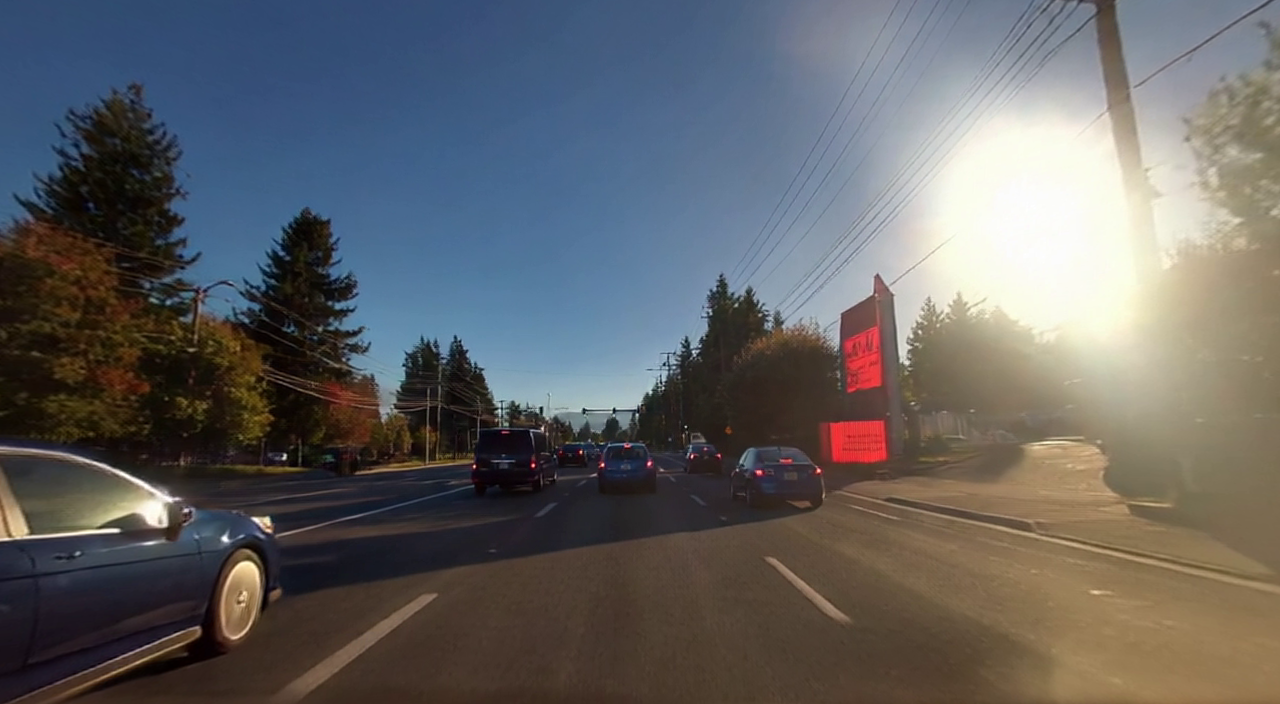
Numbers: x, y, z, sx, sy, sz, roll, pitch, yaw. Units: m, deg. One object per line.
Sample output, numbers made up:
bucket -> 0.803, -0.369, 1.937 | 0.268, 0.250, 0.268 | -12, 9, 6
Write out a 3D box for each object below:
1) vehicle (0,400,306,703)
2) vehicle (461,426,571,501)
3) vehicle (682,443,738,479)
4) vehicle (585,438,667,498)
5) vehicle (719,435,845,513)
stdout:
vehicle -> -3.346, 0.889, 2.164 | 2.004, 1.454, 4.349 | 0, -9, 0
vehicle -> -3.330, 3.115, 18.051 | 2.092, 1.839, 4.736 | 0, -9, 1
vehicle -> 3.032, 4.814, 28.181 | 1.878, 1.479, 4.461 | 0, -9, -1
vehicle -> -0.373, 3.254, 18.066 | 2.097, 1.511, 3.809 | 0, -9, 0
vehicle -> 3.039, 2.686, 14.354 | 1.880, 1.521, 3.724 | 0, -9, -2
